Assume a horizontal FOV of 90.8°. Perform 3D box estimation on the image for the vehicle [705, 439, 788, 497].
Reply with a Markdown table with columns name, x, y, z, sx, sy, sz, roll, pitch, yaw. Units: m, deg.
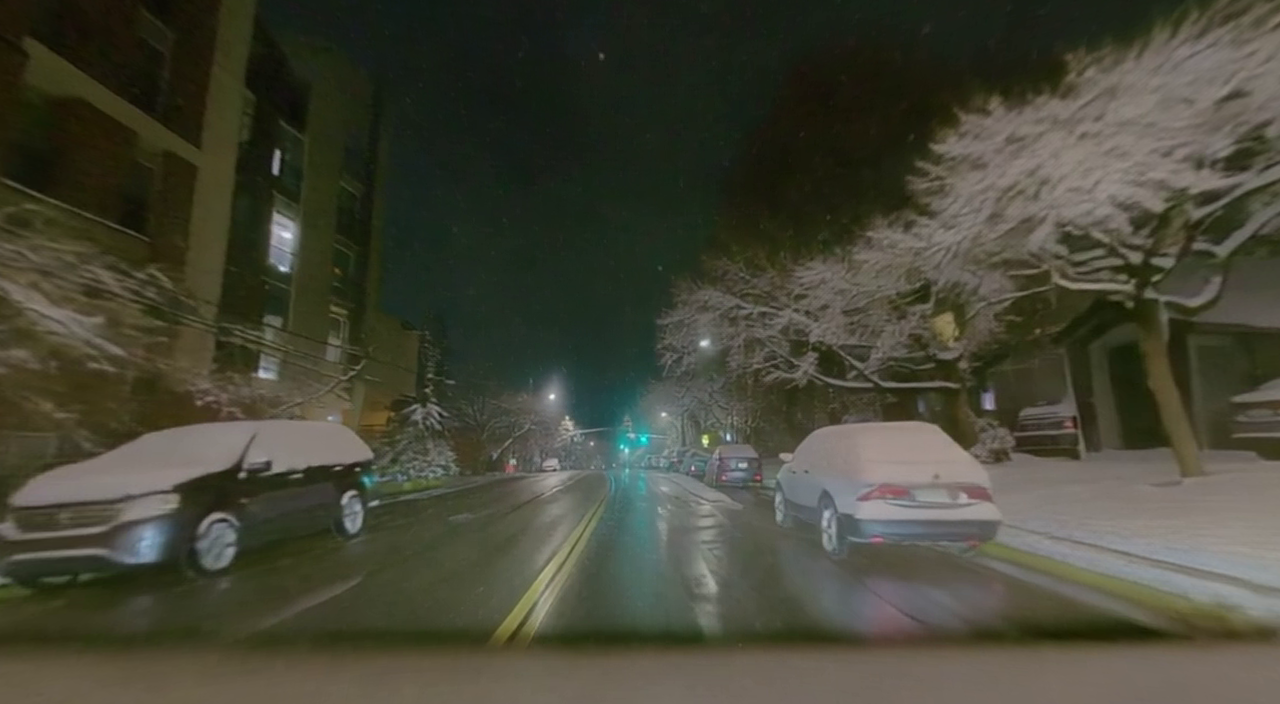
| name | x | y | z | sx | sy | sz | roll | pitch | yaw |
| --- | --- | --- | --- | --- | --- | --- | --- | --- | --- |
| vehicle | 3.468 | 3.860 | 21.496 | 1.970 | 1.709 | 4.568 | 0 | -8 | 0 |

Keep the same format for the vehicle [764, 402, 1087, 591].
| name | x | y | z | sx | sy | sz | roll | pitch | yaw |
| --- | --- | --- | --- | --- | --- | --- | --- | --- | --- |
| vehicle | 3.267 | 1.763 | 8.599 | 2.229 | 1.826 | 4.611 | -1 | -8 | 0 |

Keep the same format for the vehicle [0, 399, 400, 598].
| name | x | y | z | sx | sy | sz | roll | pitch | yaw |
| --- | --- | --- | --- | --- | --- | --- | --- | --- | --- |
| vehicle | -5.116 | 1.674 | 8.148 | 2.155 | 1.729 | 4.799 | -2 | -8 | 0 |

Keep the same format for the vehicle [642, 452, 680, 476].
| name | x | y | z | sx | sy | sz | roll | pitch | yaw |
| --- | --- | --- | --- | --- | --- | --- | --- | --- | --- |
| vehicle | 1.589 | 8.739 | 49.461 | 2.163 | 1.742 | 4.239 | 1 | -8 | -9 |
